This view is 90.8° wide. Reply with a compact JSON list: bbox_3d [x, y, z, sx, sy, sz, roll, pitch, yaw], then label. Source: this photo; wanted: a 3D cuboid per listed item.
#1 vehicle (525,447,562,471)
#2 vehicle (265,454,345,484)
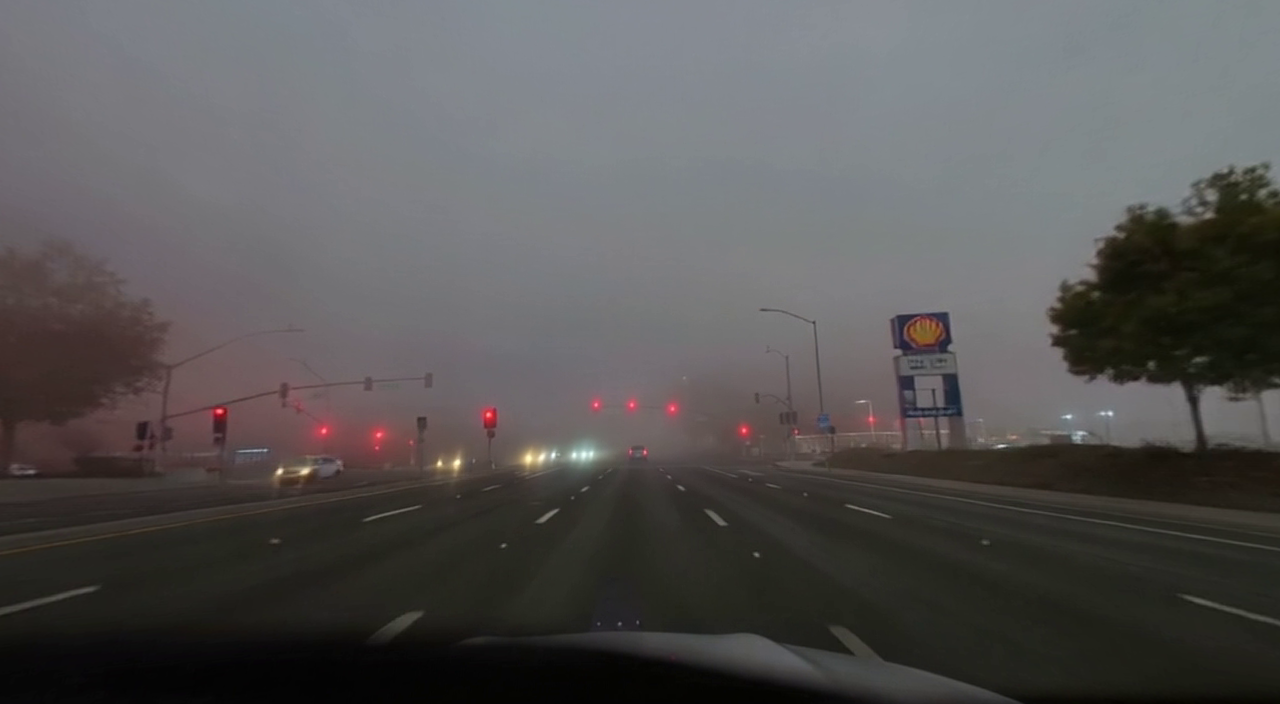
[{"bbox_3d":[-6.613,7.348,43.743,1.898,1.539,4.314,0,-8,0],"label":"vehicle"},{"bbox_3d":[-18.830,6.547,35.767,1.948,1.507,4.742,0,-8,0],"label":"vehicle"}]
